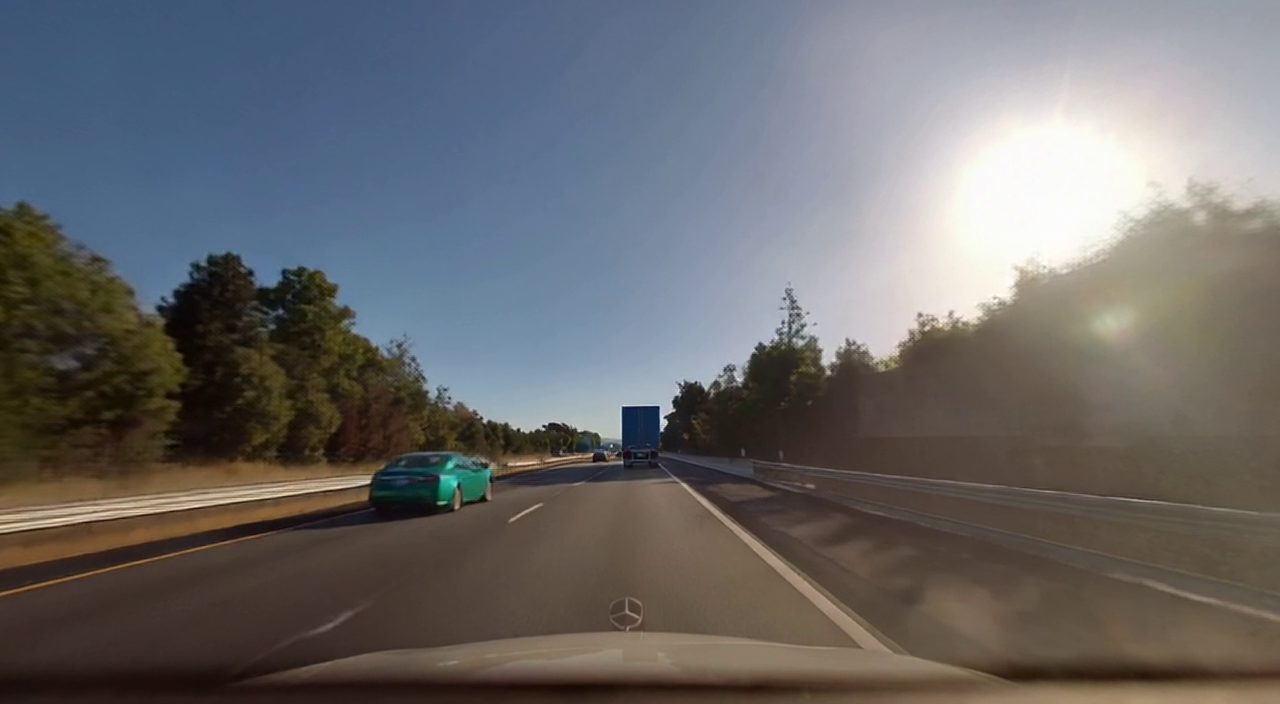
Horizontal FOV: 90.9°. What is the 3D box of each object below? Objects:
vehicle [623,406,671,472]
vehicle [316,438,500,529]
[{"bbox_3d":[0.487,6.017,43.269,2.899,3.966,10.053,0,-9,1],"label":"vehicle"},{"bbox_3d":[-4.477,2.592,13.111,2.051,1.538,4.569,0,-9,0],"label":"vehicle"}]
